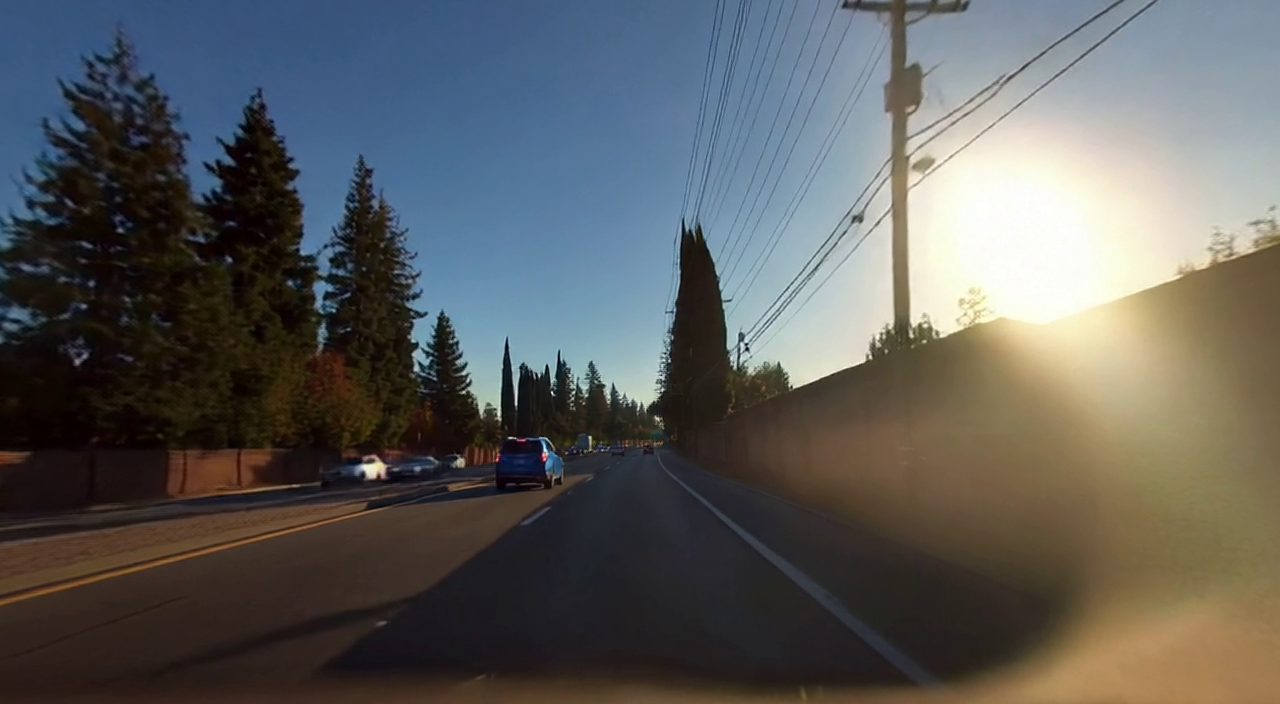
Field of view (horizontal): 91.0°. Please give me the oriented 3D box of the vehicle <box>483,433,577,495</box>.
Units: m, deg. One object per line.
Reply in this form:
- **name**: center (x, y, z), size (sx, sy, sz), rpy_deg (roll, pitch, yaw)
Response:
- **vehicle**: center (-3.356, 3.516, 20.198), size (2.147, 1.730, 4.555), rpy_deg (0, -8, 1)

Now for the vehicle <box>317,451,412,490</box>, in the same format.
- **vehicle**: center (-12.007, 5.164, 27.828), size (1.988, 1.494, 4.693), rpy_deg (0, -8, 1)
